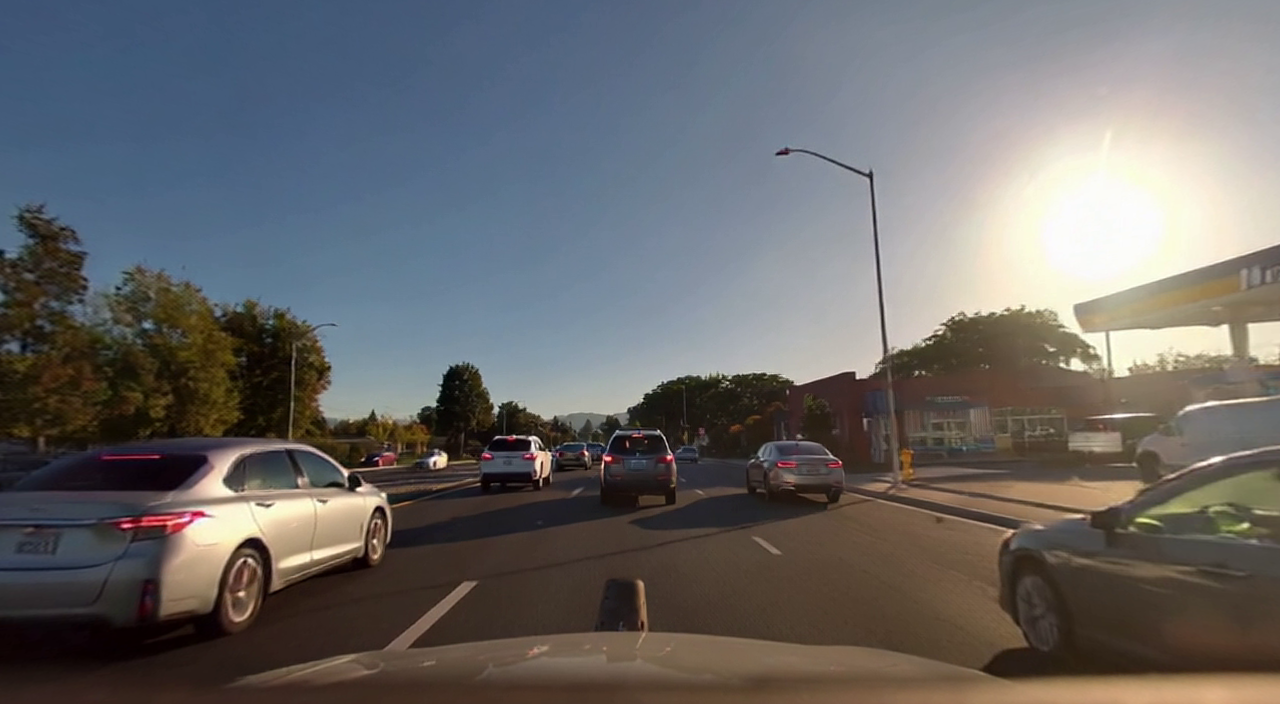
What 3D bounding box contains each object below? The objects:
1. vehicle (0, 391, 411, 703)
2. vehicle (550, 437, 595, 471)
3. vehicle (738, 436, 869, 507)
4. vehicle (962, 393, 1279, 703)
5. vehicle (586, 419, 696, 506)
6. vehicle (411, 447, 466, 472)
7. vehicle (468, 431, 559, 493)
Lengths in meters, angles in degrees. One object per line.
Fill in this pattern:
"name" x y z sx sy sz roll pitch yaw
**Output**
"vehicle" -3.596 1.285 5.252 1.864 1.574 4.031 0 -8 0
"vehicle" -3.518 5.389 33.622 1.871 1.673 3.920 0 -8 1
"vehicle" 3.782 2.848 15.532 1.888 1.456 4.589 0 -8 -2
"vehicle" 3.326 0.889 2.209 1.976 1.492 4.436 0 -8 -1
"vehicle" 0.015 2.621 15.345 2.279 1.803 4.254 0 -8 0
"vehicle" -12.481 6.673 39.387 1.941 1.450 4.477 0 -9 0
"vehicle" -3.776 3.352 19.636 1.932 1.695 4.150 0 -8 0
